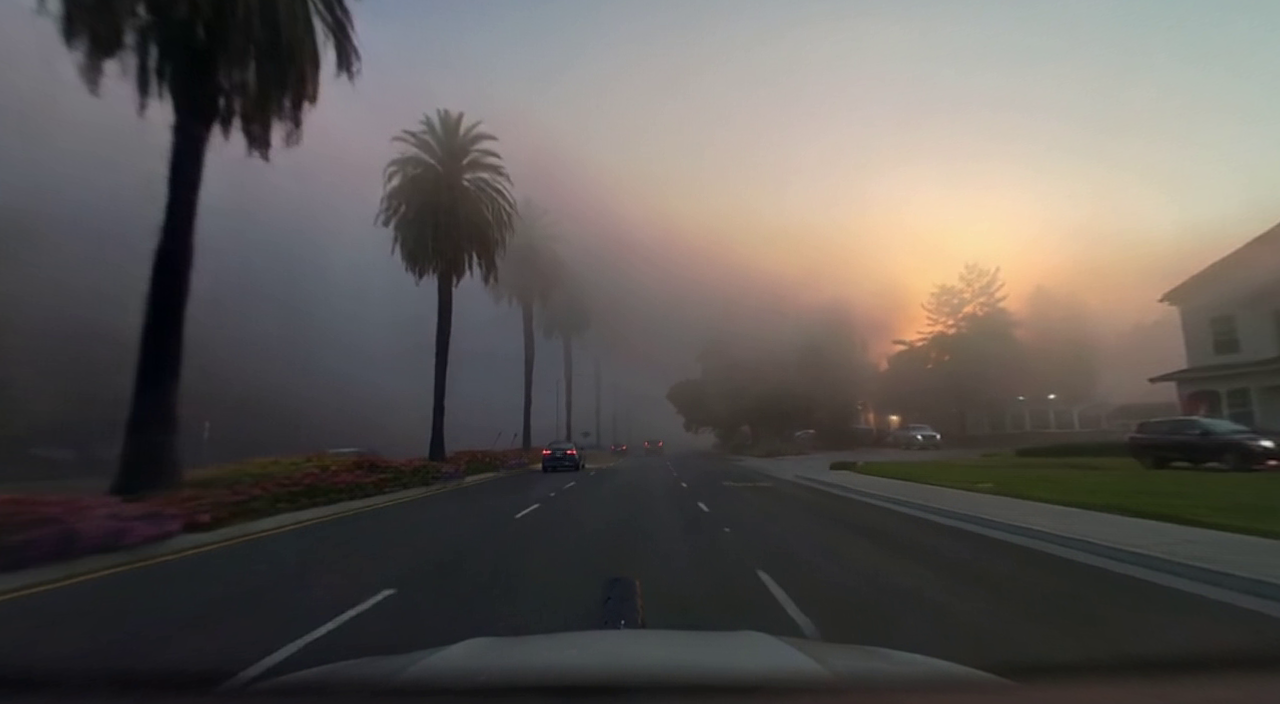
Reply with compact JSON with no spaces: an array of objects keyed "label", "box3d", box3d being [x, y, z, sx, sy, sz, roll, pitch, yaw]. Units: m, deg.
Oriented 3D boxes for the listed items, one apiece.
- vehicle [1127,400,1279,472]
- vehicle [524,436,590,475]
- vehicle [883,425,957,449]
[{"label":"vehicle","box3d":[20.221,2.808,21.472,2.624,2.088,5.064,-3,-7,-6]},{"label":"vehicle","box3d":[-3.410,4.371,26.704,2.036,1.478,4.508,-1,-8,2]},{"label":"vehicle","box3d":[20.004,6.105,45.023,4.364,1.609,1.917,-1,-8,7]}]
